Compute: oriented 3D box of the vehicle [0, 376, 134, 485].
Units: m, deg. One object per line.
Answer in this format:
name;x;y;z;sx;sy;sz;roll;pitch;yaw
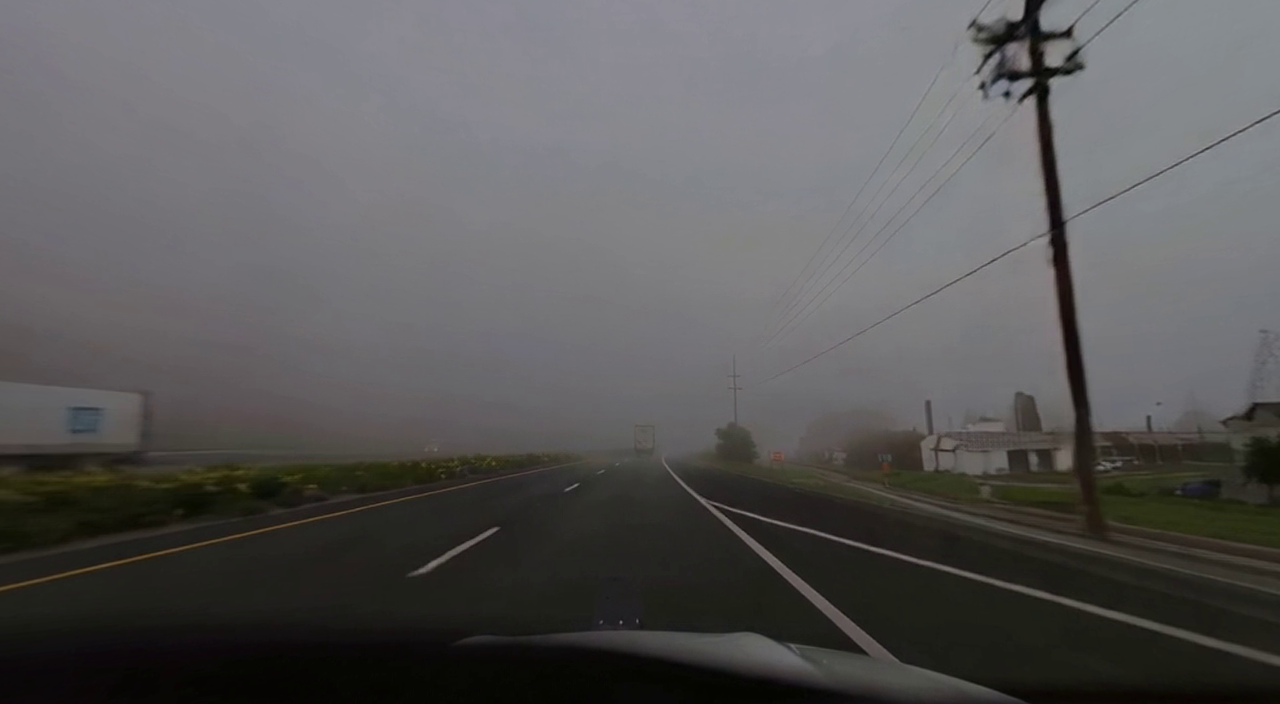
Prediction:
vehicle;-24.614;2.900;23.212;2.990;3.904;10.422;0;-9;1
